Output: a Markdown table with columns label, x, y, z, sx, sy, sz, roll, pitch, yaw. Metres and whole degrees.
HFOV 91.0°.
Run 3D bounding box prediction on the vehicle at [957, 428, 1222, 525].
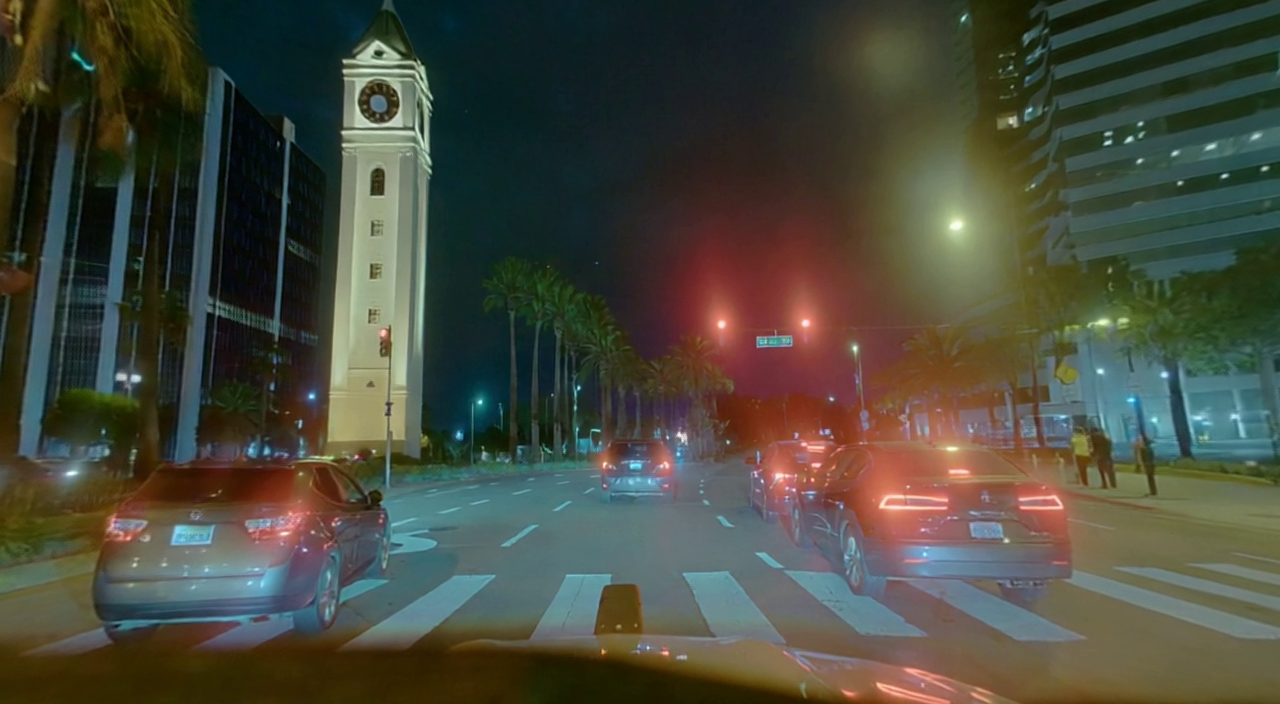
| label | x | y | z | sx | sy | sz | roll | pitch | yaw |
| --- | --- | --- | --- | --- | --- | --- | --- | --- | --- |
| vehicle | 8.177 | 2.280 | 12.085 | 1.859 | 1.508 | 4.259 | 0 | -9 | -1 |

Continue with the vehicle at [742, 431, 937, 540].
| label | x | y | z | sx | sy | sz | roll | pitch | yaw |
| --- | --- | --- | --- | --- | --- | --- | --- | --- | --- |
| vehicle | 3.102 | 2.173 | 10.909 | 1.913 | 1.469 | 4.425 | 0 | -9 | 0 |

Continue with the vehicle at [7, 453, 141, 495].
| label | x | y | z | sx | sy | sz | roll | pitch | yaw |
| --- | --- | --- | --- | --- | --- | --- | --- | --- | --- |
| vehicle | -26.696 | 5.718 | 29.964 | 2.105 | 1.793 | 4.812 | 0 | -9 | -4 |

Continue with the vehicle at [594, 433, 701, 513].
| label | x | y | z | sx | sy | sz | roll | pitch | yaw |
| --- | --- | --- | --- | --- | --- | --- | --- | --- | --- |
| vehicle | 0.179 | 2.612 | 13.996 | 2.048 | 1.503 | 3.681 | 0 | -9 | 1 |

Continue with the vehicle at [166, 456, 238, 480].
| label | x | y | z | sx | sy | sz | roll | pitch | yaw |
| --- | --- | --- | --- | --- | --- | --- | --- | --- | --- |
| vehicle | -30.498 | 8.062 | 44.006 | 1.829 | 1.483 | 4.745 | 0 | -9 | -4 |
